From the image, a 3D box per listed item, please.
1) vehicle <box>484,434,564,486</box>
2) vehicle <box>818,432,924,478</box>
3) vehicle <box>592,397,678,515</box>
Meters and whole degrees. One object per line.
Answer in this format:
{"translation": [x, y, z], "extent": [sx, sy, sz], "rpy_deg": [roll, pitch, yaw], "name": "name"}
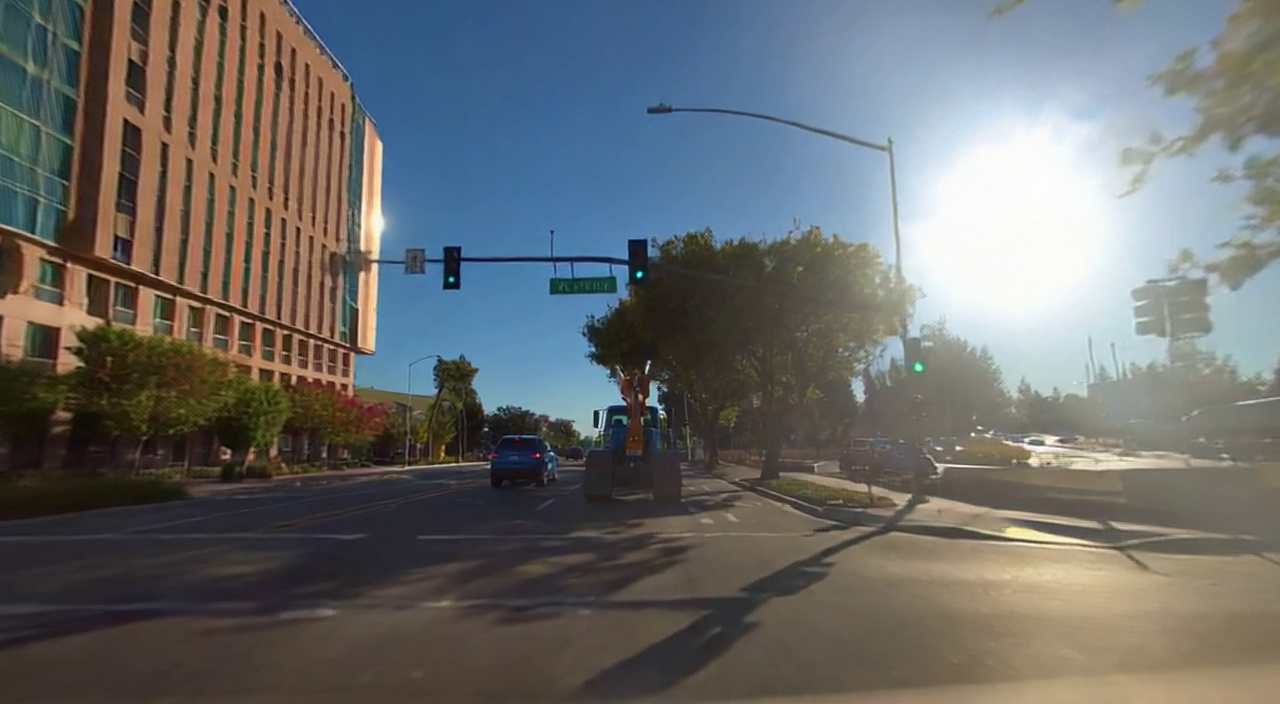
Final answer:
{"translation": [-4.024, 3.827, 22.621], "extent": [2.081, 1.688, 4.235], "rpy_deg": [0, -9, 0], "name": "vehicle"}
{"translation": [9.910, 4.467, 27.572], "extent": [2.186, 1.783, 4.716], "rpy_deg": [2, -9, -11], "name": "vehicle"}
{"translation": [-0.306, 3.905, 24.359], "extent": [2.552, 3.461, 11.044], "rpy_deg": [1, -8, -2], "name": "vehicle"}
